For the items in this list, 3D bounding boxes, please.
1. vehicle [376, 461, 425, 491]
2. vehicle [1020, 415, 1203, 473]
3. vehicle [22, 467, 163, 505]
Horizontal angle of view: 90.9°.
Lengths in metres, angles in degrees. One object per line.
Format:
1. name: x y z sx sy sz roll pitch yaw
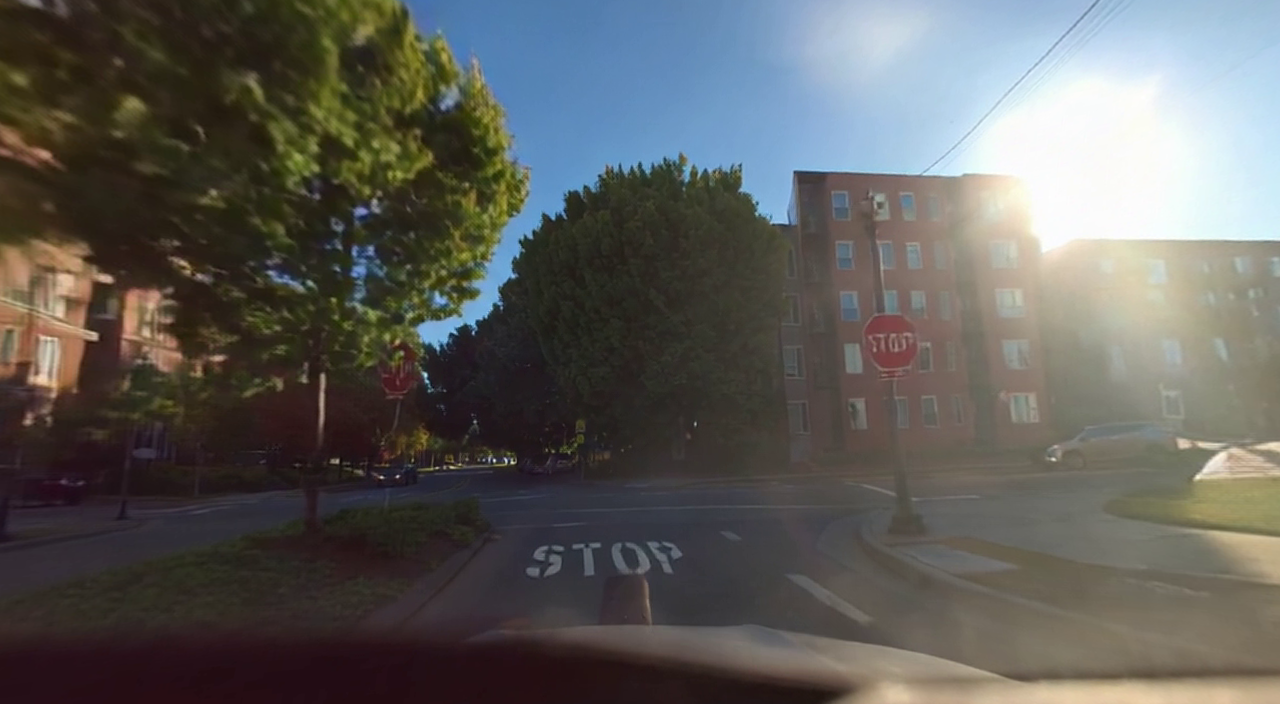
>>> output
1. vehicle: -13.978 7.232 36.972 2.027 1.475 4.522 2 -9 -13
2. vehicle: 18.273 3.631 24.680 5.213 1.850 2.126 -4 -10 3
3. vehicle: -24.162 5.932 27.919 4.654 1.503 1.951 -2 -9 6
